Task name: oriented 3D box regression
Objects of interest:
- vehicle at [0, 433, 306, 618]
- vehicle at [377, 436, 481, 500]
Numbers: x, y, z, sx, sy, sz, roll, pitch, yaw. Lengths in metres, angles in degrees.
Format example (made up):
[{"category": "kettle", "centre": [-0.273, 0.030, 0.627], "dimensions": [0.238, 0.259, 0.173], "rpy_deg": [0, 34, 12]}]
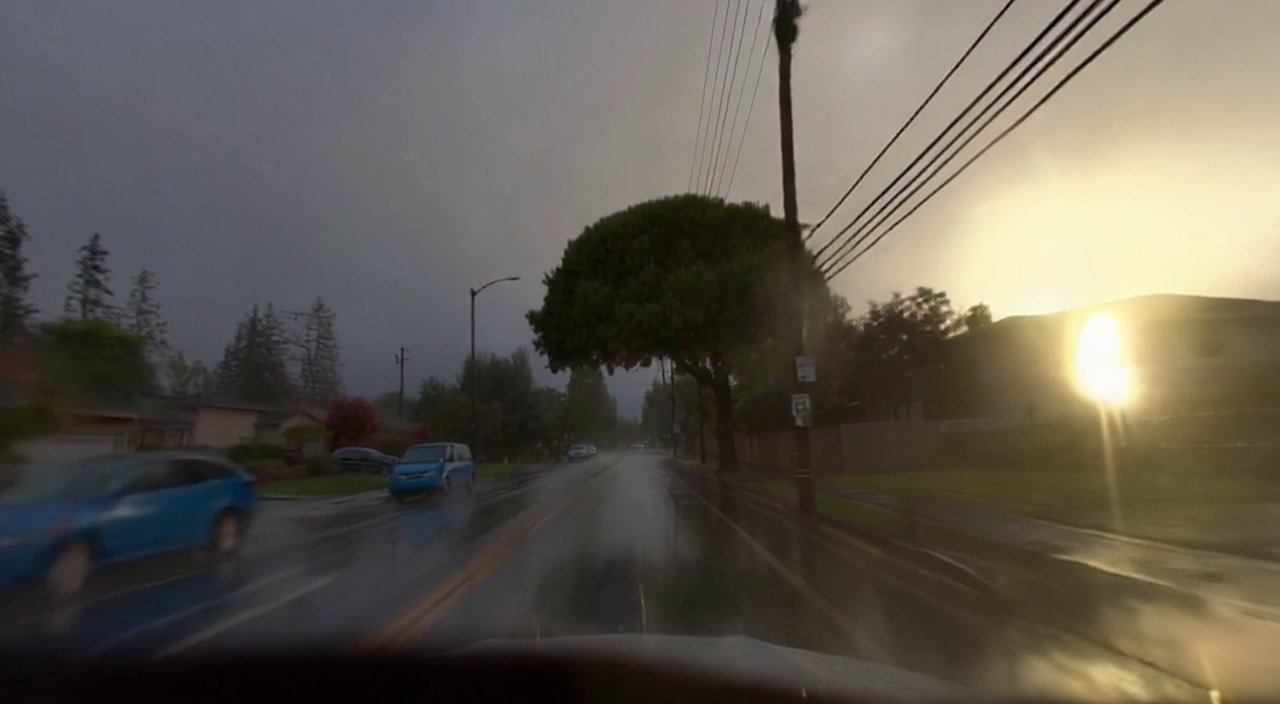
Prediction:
[{"category": "vehicle", "centre": [-6.446, 1.910, 7.671], "dimensions": [2.129, 1.556, 4.778], "rpy_deg": [-4, -9, 1]}, {"category": "vehicle", "centre": [-6.713, 3.742, 20.607], "dimensions": [1.923, 1.687, 4.511], "rpy_deg": [-4, -9, -1]}]
